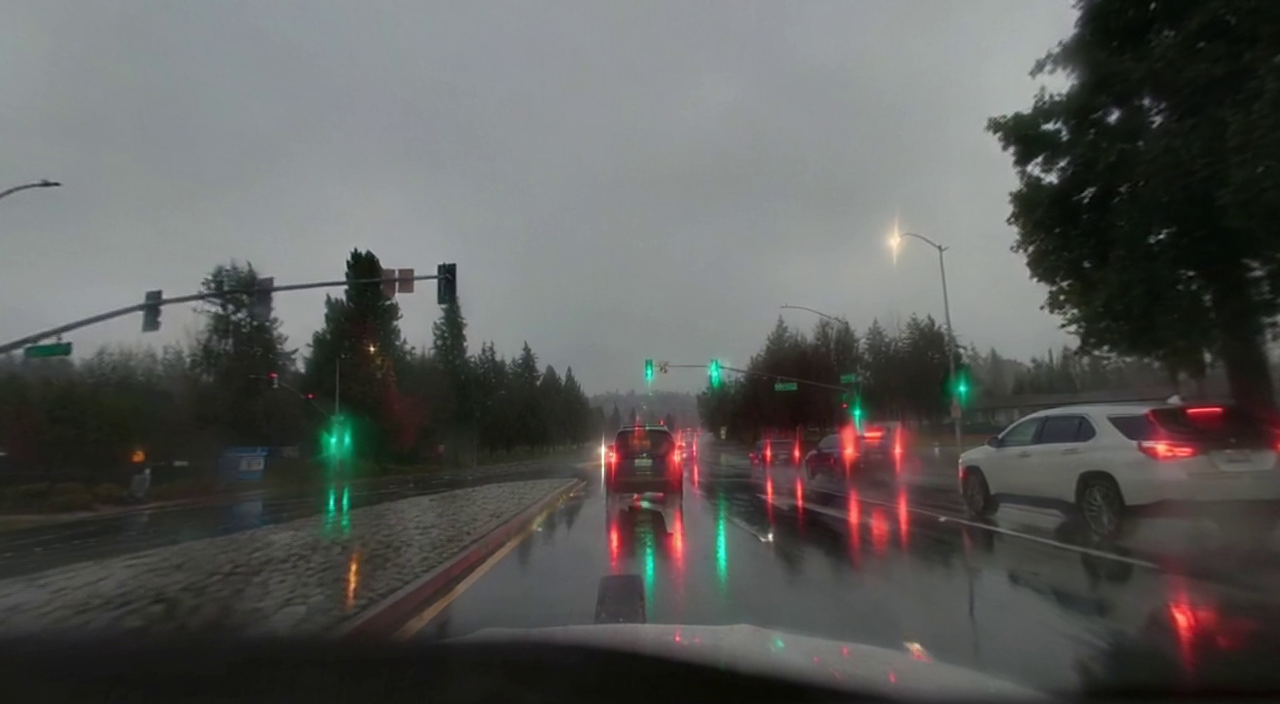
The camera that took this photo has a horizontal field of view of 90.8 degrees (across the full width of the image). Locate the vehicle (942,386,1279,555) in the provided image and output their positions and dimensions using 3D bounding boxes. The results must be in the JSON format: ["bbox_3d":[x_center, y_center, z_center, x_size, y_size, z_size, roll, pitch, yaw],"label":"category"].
[{"bbox_3d":[7.124,1.712,9.757,2.251,1.873,5.346,0,-9,0],"label":"vehicle"}]

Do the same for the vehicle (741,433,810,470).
[{"bbox_3d":[7.011,5.232,33.270,2.440,1.775,4.791,0,-9,-2],"label":"vehicle"}]

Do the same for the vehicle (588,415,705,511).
[{"bbox_3d":[0.088,2.545,14.839,2.353,1.894,4.122,0,-9,-1],"label":"vehicle"}]

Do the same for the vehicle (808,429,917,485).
[{"bbox_3d":[7.197,3.444,20.965,2.025,1.642,4.189,0,-9,0],"label":"vehicle"}]
